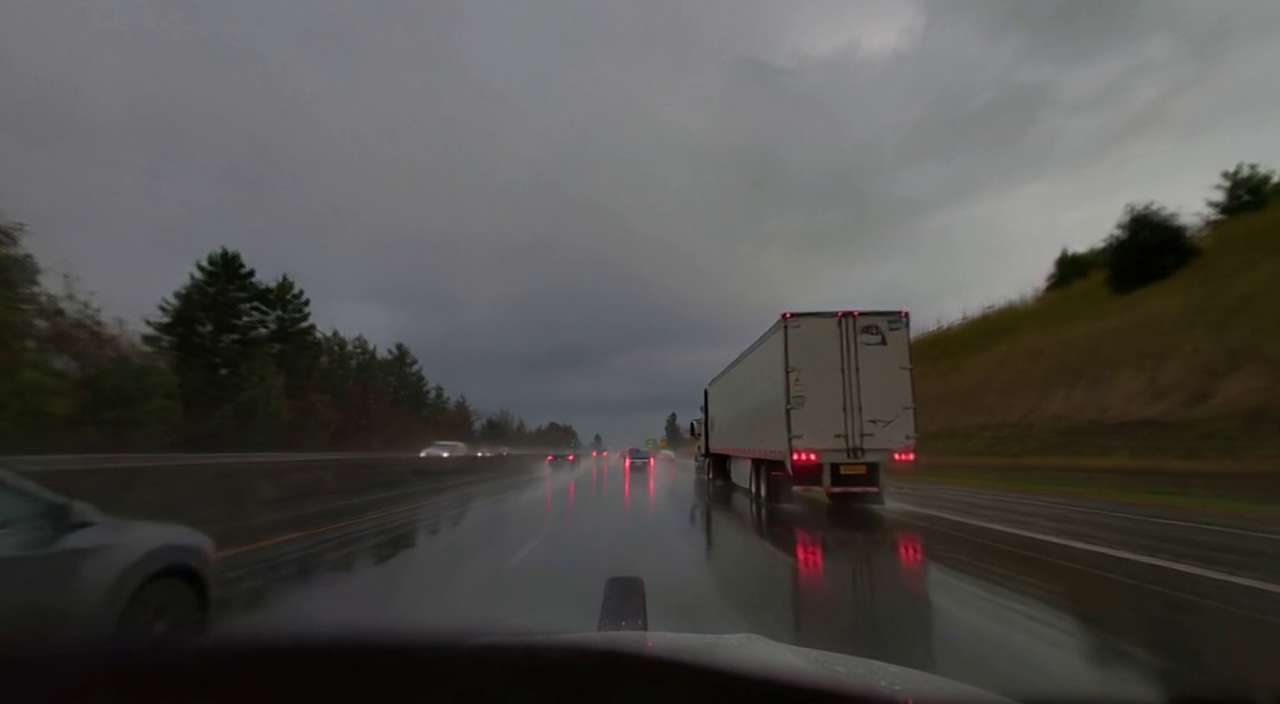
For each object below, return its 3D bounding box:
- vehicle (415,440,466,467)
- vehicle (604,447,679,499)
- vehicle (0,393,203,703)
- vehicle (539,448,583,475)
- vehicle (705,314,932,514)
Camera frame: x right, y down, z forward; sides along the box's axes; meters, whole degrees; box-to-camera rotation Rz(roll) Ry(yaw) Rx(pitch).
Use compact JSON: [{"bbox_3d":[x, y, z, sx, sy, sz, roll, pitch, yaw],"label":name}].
[{"bbox_3d":[-12.814,6.568,40.789,1.915,1.643,4.268,0,-9,-1],"label":"vehicle"},{"bbox_3d":[0.010,3.595,19.107,2.023,1.400,4.028,0,-9,-1],"label":"vehicle"},{"bbox_3d":[-3.700,0.798,1.482,2.153,1.581,4.375,0,-9,0],"label":"vehicle"},{"bbox_3d":[-4.482,6.278,36.339,2.017,1.460,4.382,0,-9,-1],"label":"vehicle"},{"bbox_3d":[4.376,2.341,20.120,2.905,4.109,14.332,0,-9,-1],"label":"vehicle"}]
